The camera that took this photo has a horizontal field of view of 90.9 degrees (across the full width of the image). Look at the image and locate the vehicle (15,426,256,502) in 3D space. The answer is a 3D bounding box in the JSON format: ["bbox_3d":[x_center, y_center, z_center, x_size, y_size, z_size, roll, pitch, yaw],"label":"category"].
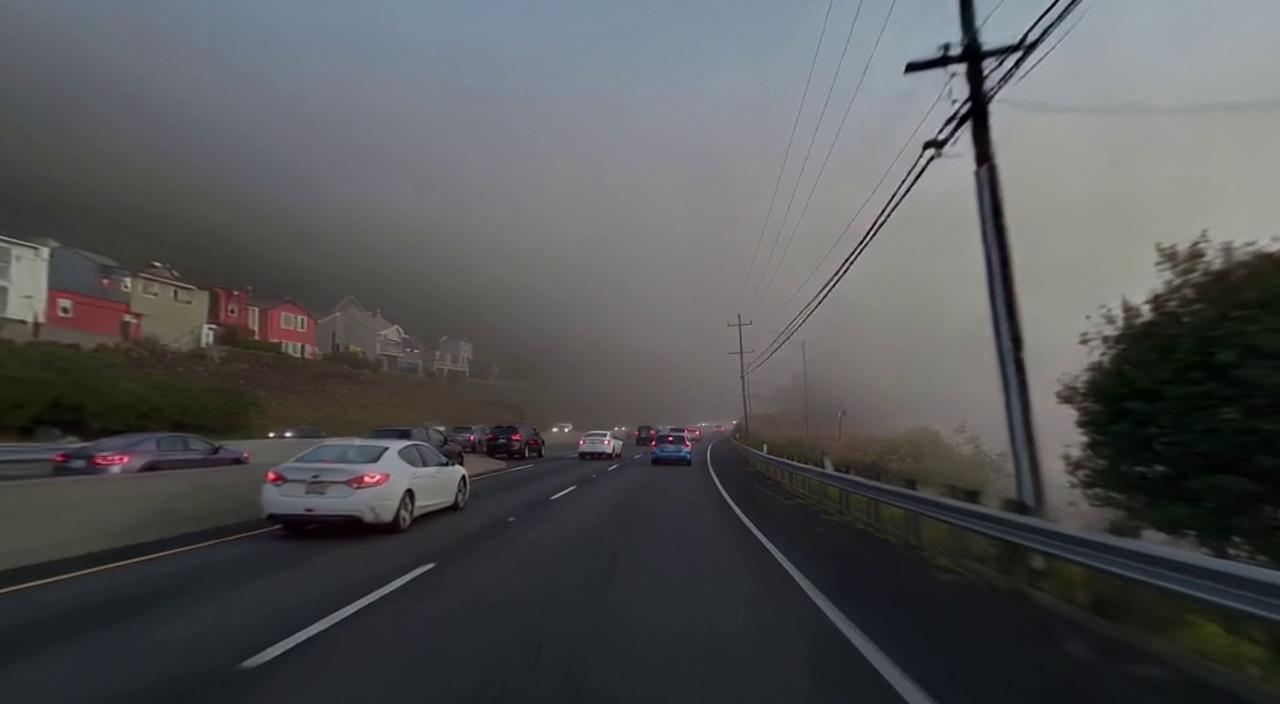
[{"bbox_3d":[-12.520,2.796,16.173,1.986,1.622,4.548,-2,-8,10],"label":"vehicle"}]

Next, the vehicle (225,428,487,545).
[{"bbox_3d":[-4.245,2.078,10.540,1.956,1.478,4.789,-1,-8,3],"label":"vehicle"}]

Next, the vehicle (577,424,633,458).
[{"bbox_3d":[-1.737,4.713,33.228,2.121,1.639,4.383,-1,-8,8],"label":"vehicle"}]

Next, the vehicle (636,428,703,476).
[{"bbox_3d":[1.062,3.462,22.029,2.109,1.495,3.935,-1,-8,4],"label":"vehicle"}]

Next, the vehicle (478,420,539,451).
[{"bbox_3d":[-8.142,5.270,39.462,2.080,1.833,4.461,-2,-9,12],"label":"vehicle"}]
